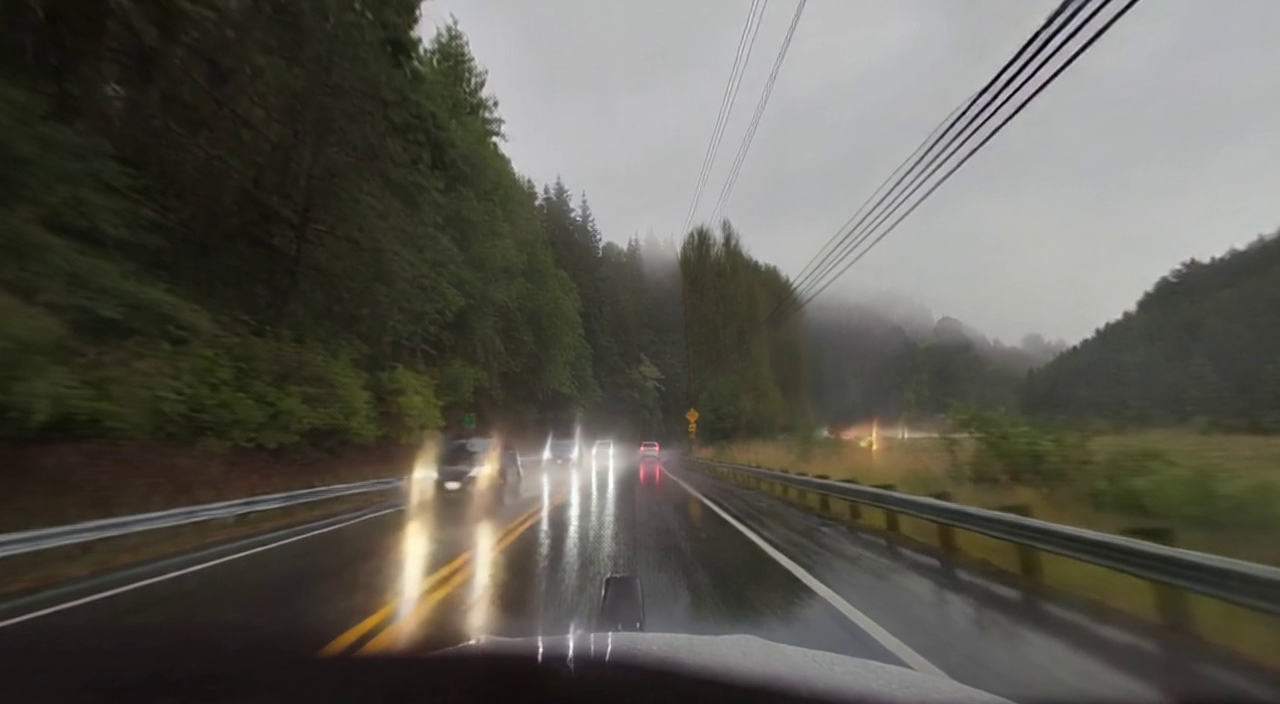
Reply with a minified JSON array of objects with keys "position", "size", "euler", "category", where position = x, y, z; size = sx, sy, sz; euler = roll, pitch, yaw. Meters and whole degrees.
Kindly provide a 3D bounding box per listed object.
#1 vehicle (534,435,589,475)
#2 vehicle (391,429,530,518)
[{"position":[-3.816,5.119,31.579],"size":[2.120,1.821,4.650],"euler":[0,-9,1],"category":"vehicle"},{"position":[-3.945,2.732,14.712],"size":[2.013,1.743,4.205],"euler":[0,-9,0],"category":"vehicle"}]
